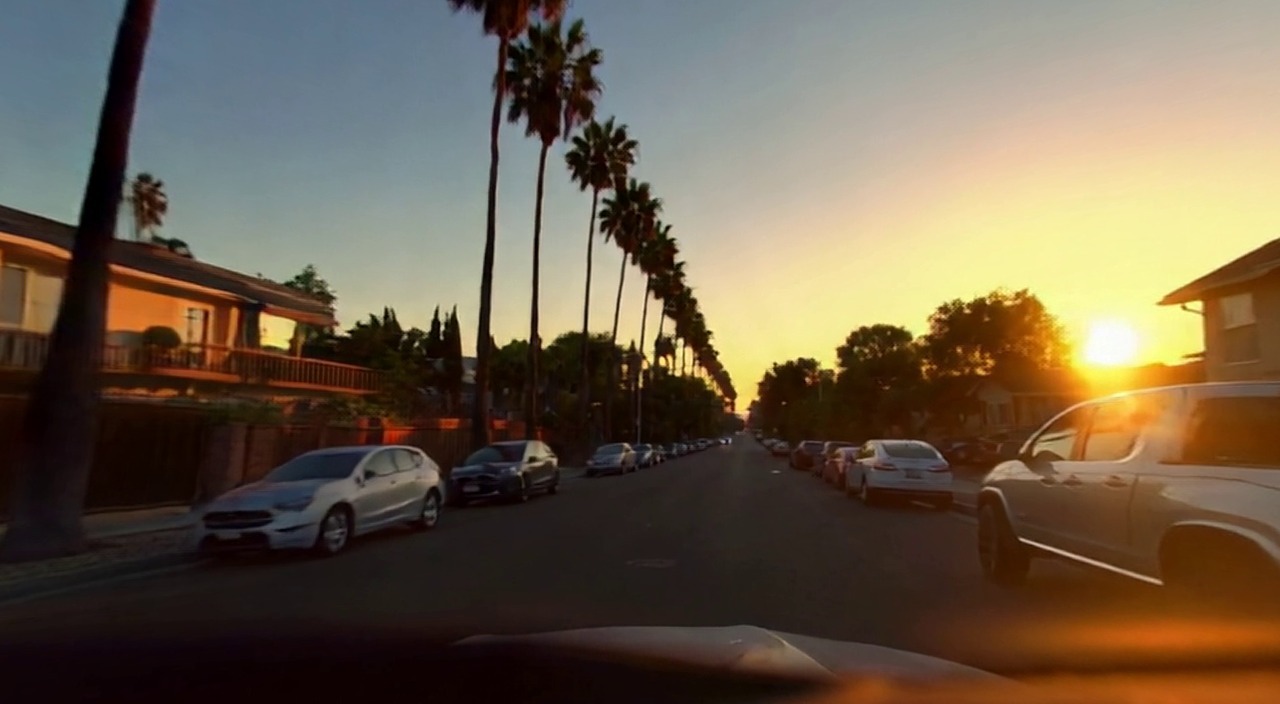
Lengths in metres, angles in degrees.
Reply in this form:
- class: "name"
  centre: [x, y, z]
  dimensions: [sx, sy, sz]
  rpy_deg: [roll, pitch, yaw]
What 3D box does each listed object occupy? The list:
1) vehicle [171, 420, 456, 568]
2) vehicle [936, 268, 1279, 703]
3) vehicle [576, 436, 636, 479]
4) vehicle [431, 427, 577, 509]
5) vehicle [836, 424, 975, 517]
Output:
- class: "vehicle"
  centre: [-4.406, 1.925, 9.328]
  dimensions: [1.816, 1.697, 3.777]
  rpy_deg: [-1, -8, 8]
- class: "vehicle"
  centre: [4.601, 0.978, 4.612]
  dimensions: [2.649, 2.232, 6.576]
  rpy_deg: [-2, -8, 10]
- class: "vehicle"
  centre: [-1.484, 4.792, 29.039]
  dimensions: [1.947, 1.803, 4.381]
  rpy_deg: [-2, -8, 8]
- class: "vehicle"
  centre: [-3.361, 2.992, 16.930]
  dimensions: [2.020, 1.819, 5.168]
  rpy_deg: [-2, -8, 9]
- class: "vehicle"
  centre: [6.230, 2.799, 15.502]
  dimensions: [1.964, 1.889, 4.708]
  rpy_deg: [-2, -8, 8]
